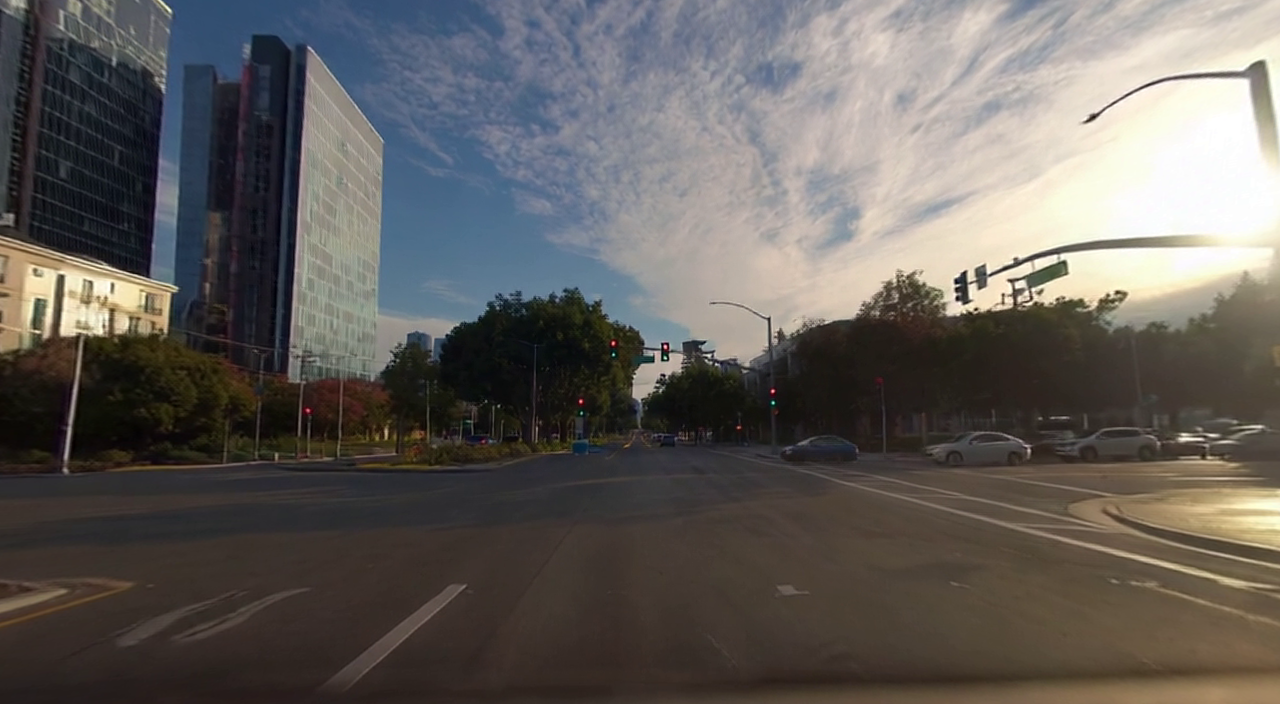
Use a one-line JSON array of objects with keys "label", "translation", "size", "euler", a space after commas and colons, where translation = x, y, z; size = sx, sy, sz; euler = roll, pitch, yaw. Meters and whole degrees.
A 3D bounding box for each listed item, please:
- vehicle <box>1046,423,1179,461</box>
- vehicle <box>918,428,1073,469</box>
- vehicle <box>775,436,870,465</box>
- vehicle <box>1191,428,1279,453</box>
[{"label": "vehicle", "translation": [22.355, 4.281, 30.040], "size": [4.571, 1.698, 1.977], "euler": [-1, -9, 3]}, {"label": "vehicle", "translation": [13.706, 3.743, 24.559], "size": [4.916, 1.504, 1.846], "euler": [0, -9, -1]}, {"label": "vehicle", "translation": [8.574, 4.673, 29.977], "size": [4.046, 1.306, 1.719], "euler": [-1, -9, 5]}, {"label": "vehicle", "translation": [42.250, 6.254, 44.521], "size": [2.037, 1.614, 5.175], "euler": [0, -9, 0]}]
